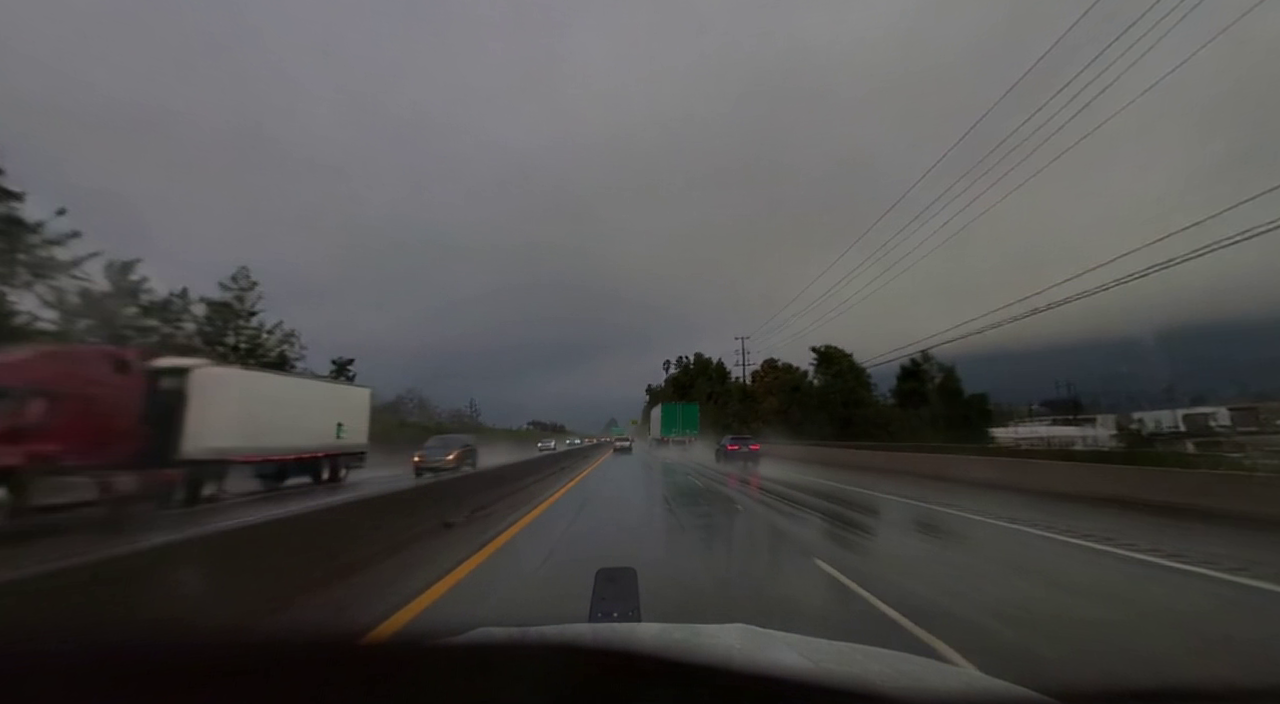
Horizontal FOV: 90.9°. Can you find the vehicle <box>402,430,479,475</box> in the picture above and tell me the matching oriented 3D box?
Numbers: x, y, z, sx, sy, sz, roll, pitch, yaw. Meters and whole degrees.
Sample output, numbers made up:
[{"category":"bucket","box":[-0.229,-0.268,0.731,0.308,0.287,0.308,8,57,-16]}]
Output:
[{"category":"vehicle","box":[-9.583,4.845,30.687,2.237,2.004,4.746,0,-8,-1]}]

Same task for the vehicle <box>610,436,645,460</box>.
[{"category":"vehicle","box":[-0.815,6.128,40.521,2.163,1.466,3.693,0,-8,-1]}]

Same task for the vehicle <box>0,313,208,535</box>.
[{"category":"vehicle","box":[-13.580,1.690,14.386,3.005,4.138,6.065,0,-8,-1]}]

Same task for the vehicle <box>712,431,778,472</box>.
[{"category":"vehicle","box":[4.270,4.105,26.269,1.930,1.573,3.853,0,-8,-2]}]
